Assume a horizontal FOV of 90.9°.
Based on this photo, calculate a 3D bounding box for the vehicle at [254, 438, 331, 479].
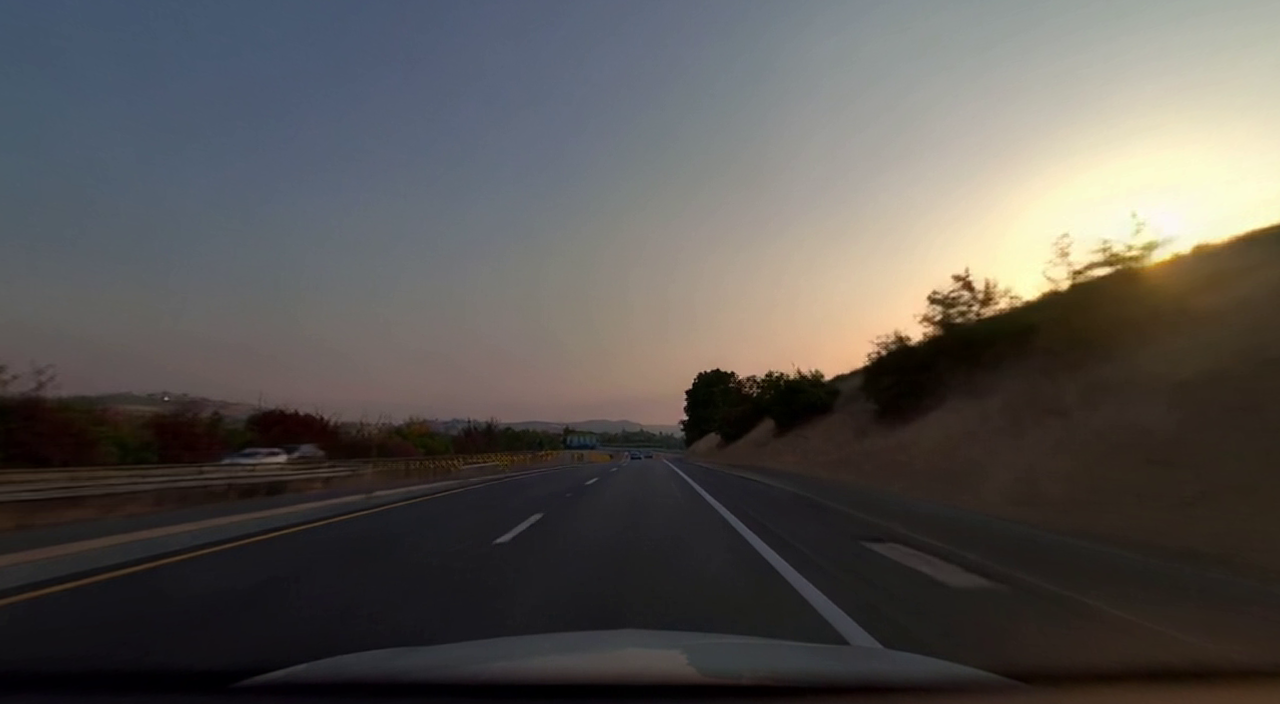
[{"bbox_3d":[-22.913,7.030,41.830,2.377,2.520,4.471,-1,-9,1],"label":"vehicle"}]

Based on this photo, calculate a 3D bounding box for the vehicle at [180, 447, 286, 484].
[{"bbox_3d":[-23.002,6.393,35.996,2.239,1.889,5.569,-1,-9,0],"label":"vehicle"}]
